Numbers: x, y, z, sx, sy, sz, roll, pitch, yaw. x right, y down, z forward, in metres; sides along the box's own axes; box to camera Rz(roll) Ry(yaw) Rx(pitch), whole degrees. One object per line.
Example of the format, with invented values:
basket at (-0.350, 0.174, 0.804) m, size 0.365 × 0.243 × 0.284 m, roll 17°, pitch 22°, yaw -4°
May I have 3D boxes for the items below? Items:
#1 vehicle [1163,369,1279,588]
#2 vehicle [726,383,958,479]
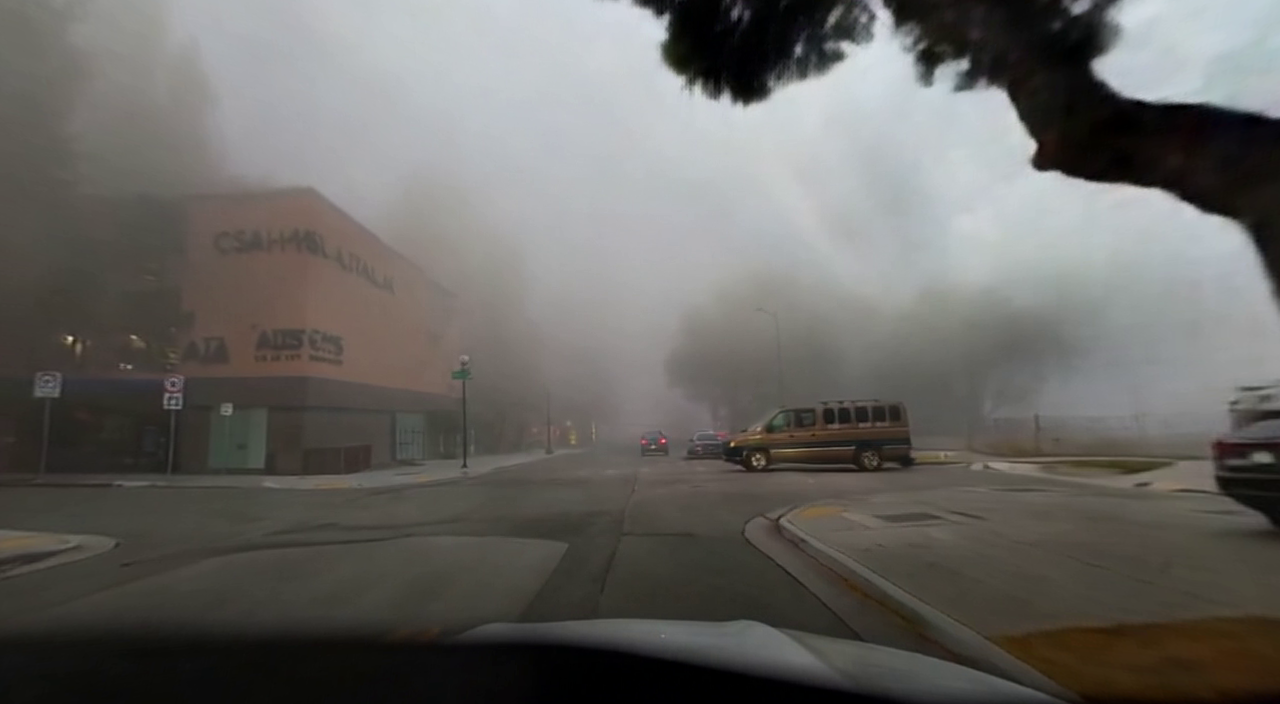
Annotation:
vehicle at (6.885, 0.684, 4.194) m, size 4.631 × 1.574 × 2.073 m, roll -8°, pitch -8°, yaw 21°
vehicle at (5.919, 2.406, 19.032) m, size 6.221 × 2.498 × 2.239 m, roll -5°, pitch -10°, yaw 35°
